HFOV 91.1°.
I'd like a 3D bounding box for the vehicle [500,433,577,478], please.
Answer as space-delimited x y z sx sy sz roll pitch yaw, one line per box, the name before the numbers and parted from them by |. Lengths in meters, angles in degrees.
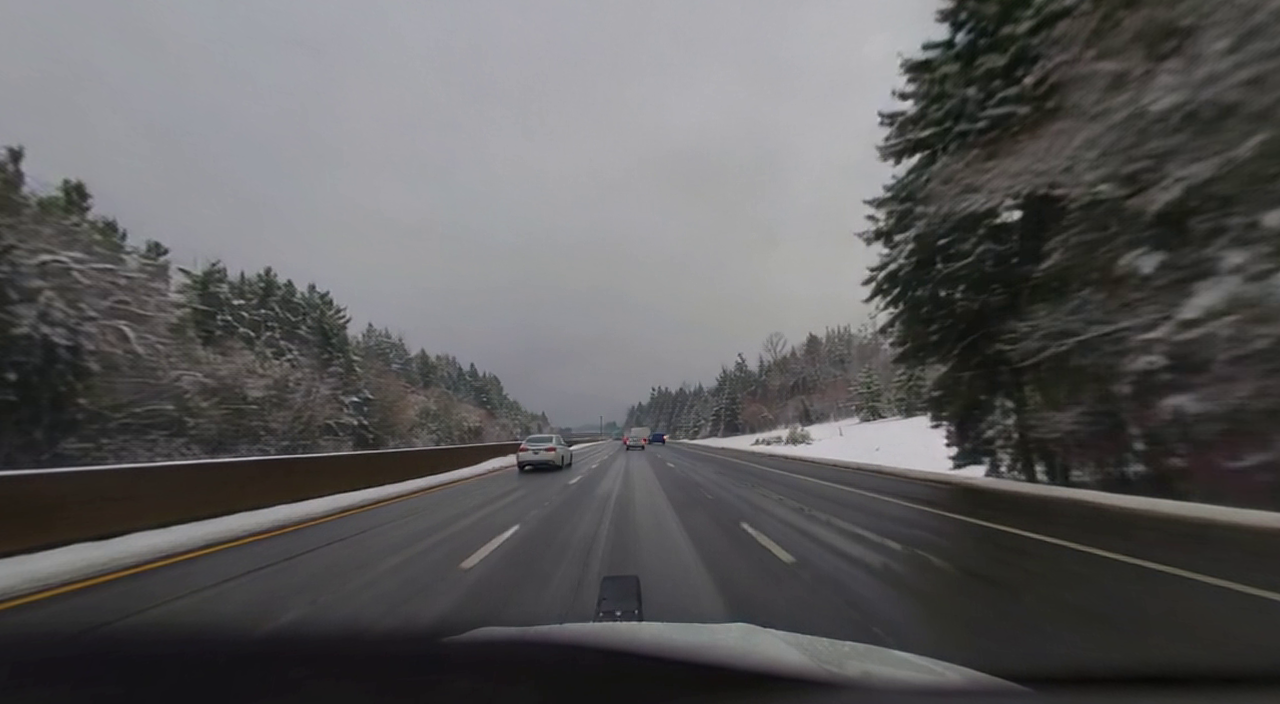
vehicle | -3.617 3.759 23.216 2.103 1.507 4.367 0 -8 0
